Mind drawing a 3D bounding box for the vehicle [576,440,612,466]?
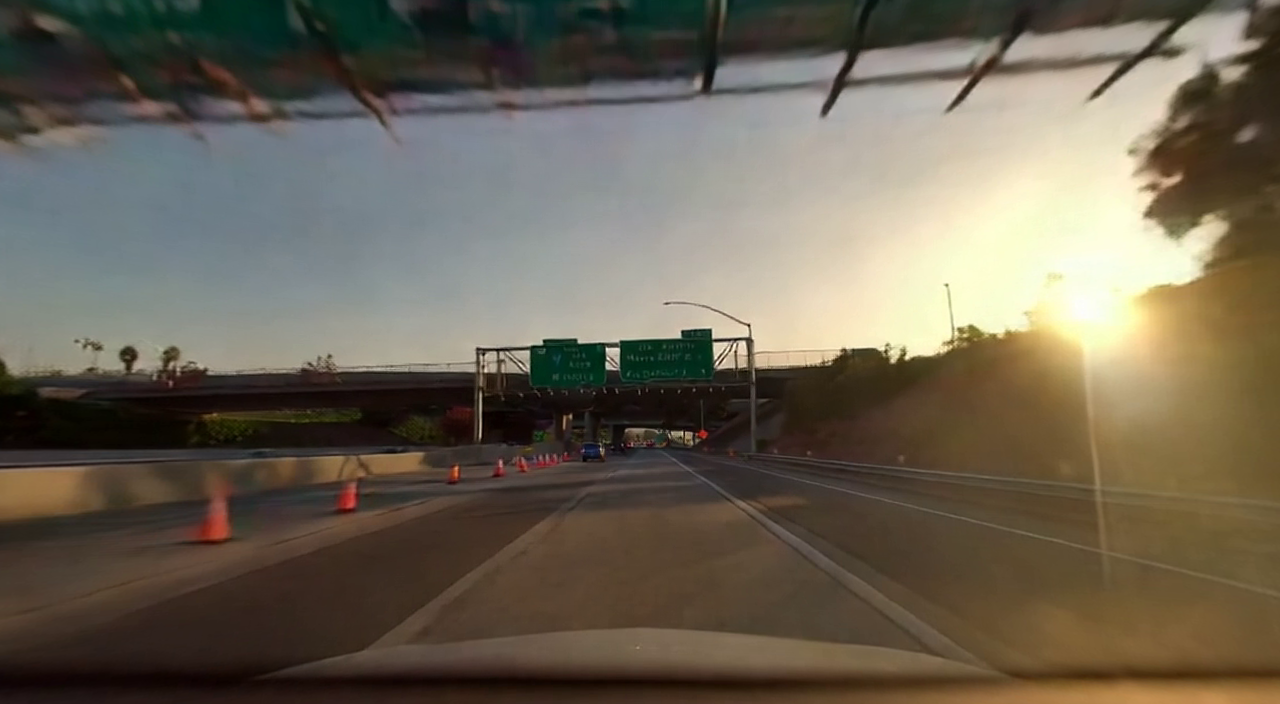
[{"bbox_3d":[-3.020,6.694,41.873,2.078,1.629,4.059,0,-8,1],"label":"vehicle"}]

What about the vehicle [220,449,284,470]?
[{"bbox_3d":[-30.136,8.360,48.985,1.830,1.472,4.852,0,-8,1],"label":"vehicle"}]
